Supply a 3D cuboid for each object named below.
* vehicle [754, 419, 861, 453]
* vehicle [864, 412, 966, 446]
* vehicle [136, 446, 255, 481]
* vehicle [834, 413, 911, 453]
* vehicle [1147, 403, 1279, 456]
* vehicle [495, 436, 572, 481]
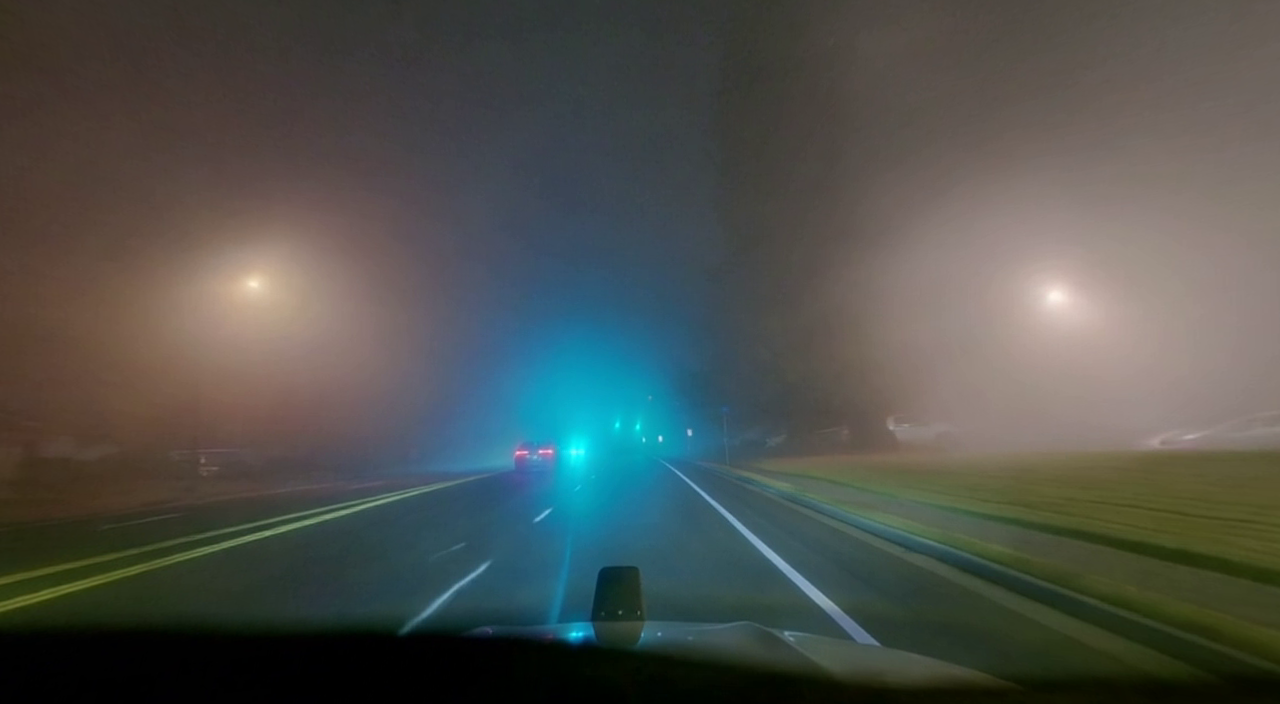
[{"bbox_3d":[10.479,5.324,39.996,6.098,2.021,2.524,0,-8,1],"label":"vehicle"},{"bbox_3d":[15.739,4.445,36.365,4.858,1.831,2.101,1,-9,-2],"label":"vehicle"},{"bbox_3d":[-24.273,6.089,34.651,4.922,1.766,1.998,0,-8,-4],"label":"vehicle"},{"bbox_3d":[10.747,3.835,29.610,1.908,1.703,4.511,1,-9,1],"label":"vehicle"},{"bbox_3d":[20.030,2.512,20.932,4.605,1.480,1.994,-3,-7,1],"label":"vehicle"},{"bbox_3d":[-3.750,3.845,23.044,2.030,1.467,4.251,0,-8,0],"label":"vehicle"}]
